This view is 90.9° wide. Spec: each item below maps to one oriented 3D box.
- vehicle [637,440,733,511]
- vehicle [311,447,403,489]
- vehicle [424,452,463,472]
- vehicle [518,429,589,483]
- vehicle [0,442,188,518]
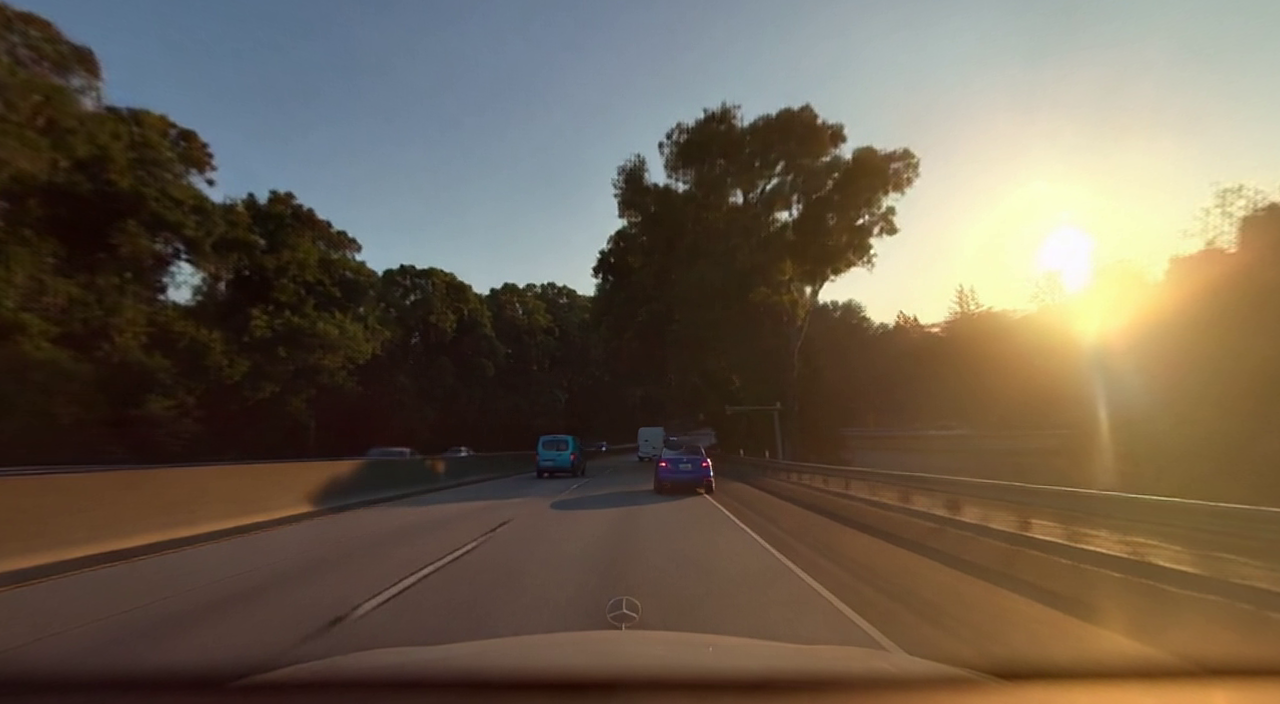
[{"bbox_3d":[0.947,2.896,15.222,2.012,1.485,3.649,0,-9,0],"label":"vehicle"},{"bbox_3d":[-12.165,4.994,27.452,1.841,1.628,4.458,0,-9,2],"label":"vehicle"},{"bbox_3d":[-15.312,8.555,49.272,1.756,1.428,3.699,-1,-9,2],"label":"vehicle"},{"bbox_3d":[-3.541,4.414,26.887,2.217,2.033,4.975,0,-9,2],"label":"vehicle"},{"bbox_3d":[-17.046,3.029,14.854,3.321,1.795,12.707,0,-9,1],"label":"vehicle"}]
